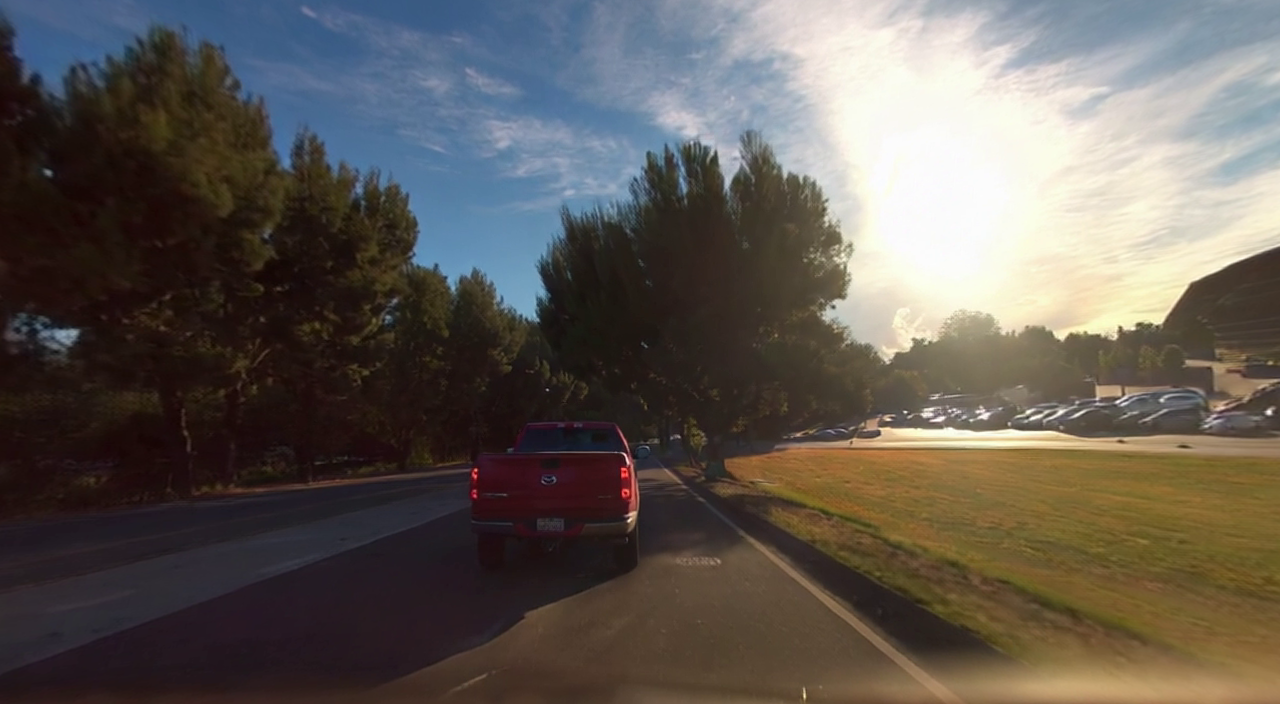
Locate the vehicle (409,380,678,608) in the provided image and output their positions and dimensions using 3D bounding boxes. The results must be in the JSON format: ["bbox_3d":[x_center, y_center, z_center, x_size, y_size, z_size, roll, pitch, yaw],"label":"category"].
[{"bbox_3d":[-0.702,1.507,7.670,2.157,1.816,5.039,0,-8,2],"label":"vehicle"}]

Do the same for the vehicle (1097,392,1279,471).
[{"bbox_3d":[11.865,1.545,12.330,4.298,1.392,1.944,-1,-8,2],"label":"vehicle"}]
